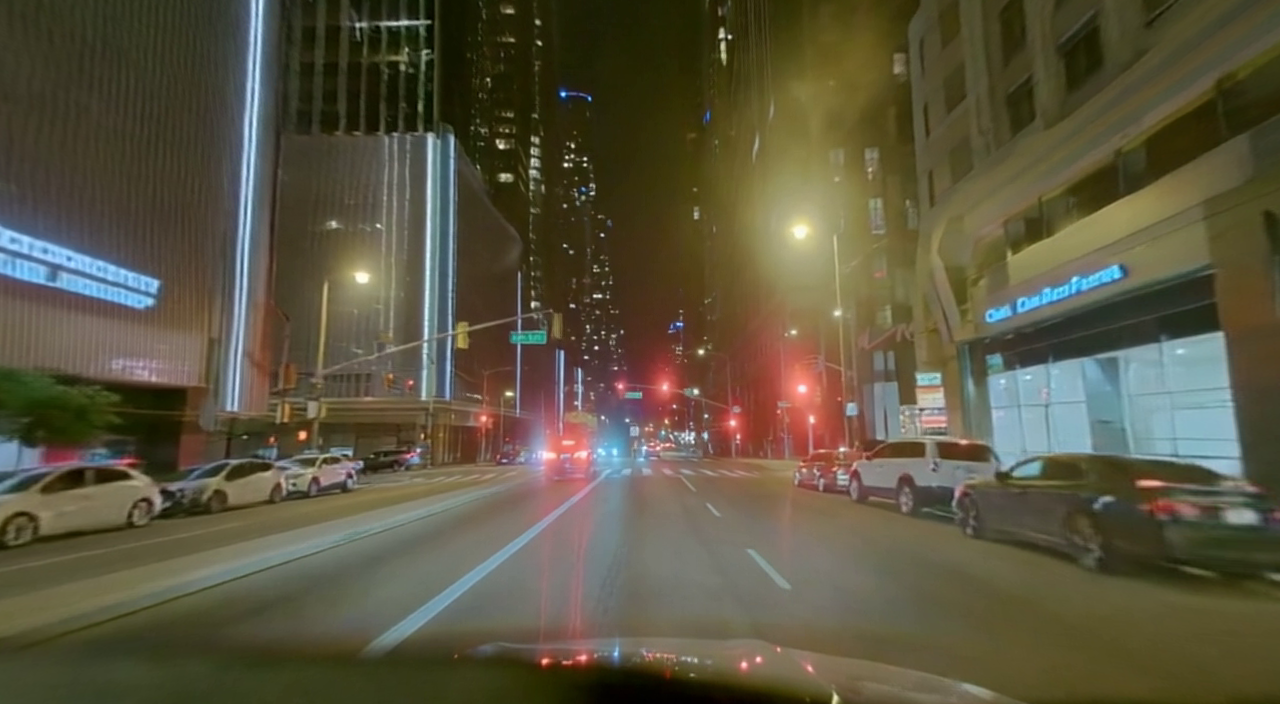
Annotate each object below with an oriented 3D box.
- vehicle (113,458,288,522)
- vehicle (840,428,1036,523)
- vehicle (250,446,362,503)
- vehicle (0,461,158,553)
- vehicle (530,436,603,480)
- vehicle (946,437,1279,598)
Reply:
[{"bbox_3d":[-12.204,3.810,17.965,1.808,1.475,4.550,0,-8,-2],"label":"vehicle"},{"bbox_3d":[6.083,2.562,13.697,1.918,1.674,4.779,0,-8,0],"label":"vehicle"},{"bbox_3d":[-12.132,4.416,23.245,1.890,1.781,4.331,-3,-8,-2],"label":"vehicle"},{"bbox_3d":[-12.244,3.053,12.732,1.845,1.493,4.107,-2,-8,-2],"label":"vehicle"},{"bbox_3d":[-2.610,3.940,23.674,2.014,1.480,4.780,0,-8,2],"label":"vehicle"},{"bbox_3d":[5.893,1.864,8.103,1.760,1.471,4.453,0,-8,1],"label":"vehicle"}]
